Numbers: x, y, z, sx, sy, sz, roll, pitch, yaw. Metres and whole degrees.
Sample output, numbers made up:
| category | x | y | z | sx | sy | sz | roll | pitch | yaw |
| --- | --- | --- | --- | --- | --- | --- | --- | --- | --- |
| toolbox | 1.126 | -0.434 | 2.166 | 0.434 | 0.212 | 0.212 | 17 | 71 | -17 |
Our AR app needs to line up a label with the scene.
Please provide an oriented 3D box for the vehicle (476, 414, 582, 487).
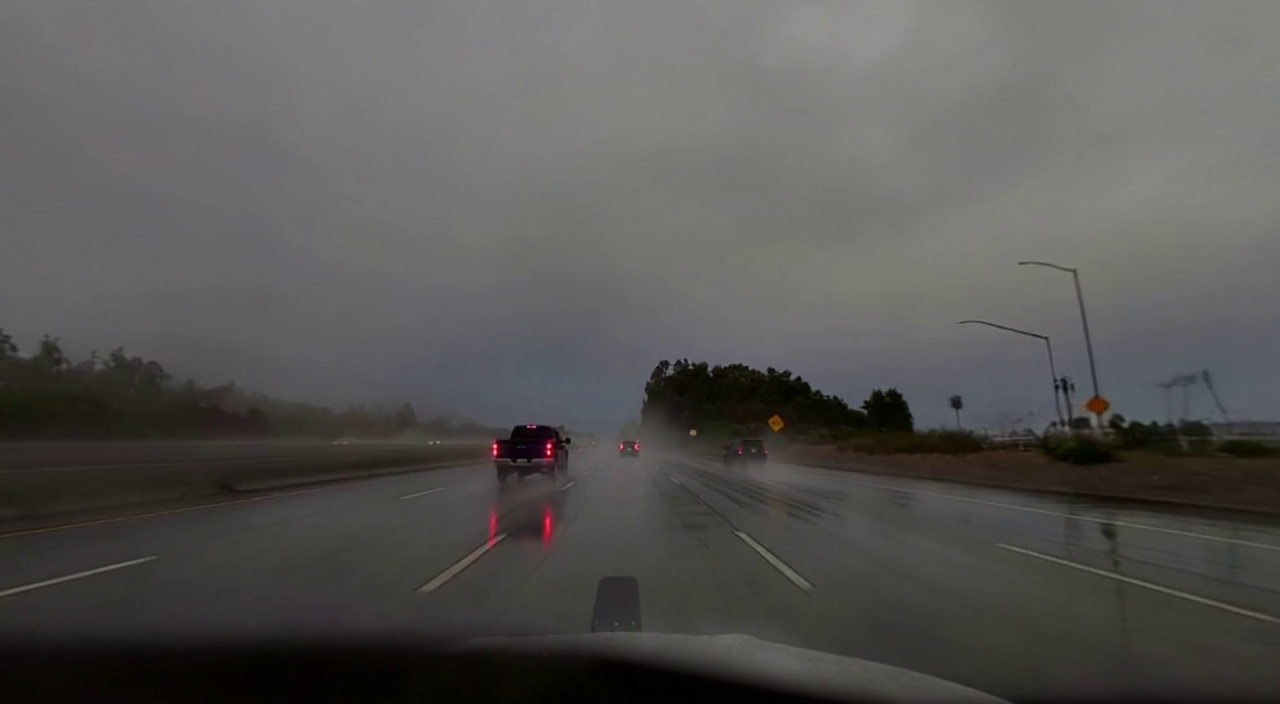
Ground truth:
| category | x | y | z | sx | sy | sz | roll | pitch | yaw |
| --- | --- | --- | --- | --- | --- | --- | --- | --- | --- |
| vehicle | -3.652 | 3.437 | 22.228 | 2.592 | 2.179 | 6.034 | 0 | -9 | 0 |

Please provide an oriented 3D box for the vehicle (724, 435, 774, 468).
| category | x | y | z | sx | sy | sz | roll | pitch | yaw |
| --- | --- | --- | --- | --- | --- | --- | --- | --- | --- |
| vehicle | 6.677 | 6.191 | 39.402 | 2.103 | 1.898 | 5.310 | 0 | -9 | -1 |

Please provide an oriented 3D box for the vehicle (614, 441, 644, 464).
| category | x | y | z | sx | sy | sz | roll | pitch | yaw |
| --- | --- | --- | --- | --- | --- | --- | --- | --- | --- |
| vehicle | -0.787 | 7.563 | 47.515 | 2.157 | 1.642 | 4.189 | 0 | -9 | -1 |
